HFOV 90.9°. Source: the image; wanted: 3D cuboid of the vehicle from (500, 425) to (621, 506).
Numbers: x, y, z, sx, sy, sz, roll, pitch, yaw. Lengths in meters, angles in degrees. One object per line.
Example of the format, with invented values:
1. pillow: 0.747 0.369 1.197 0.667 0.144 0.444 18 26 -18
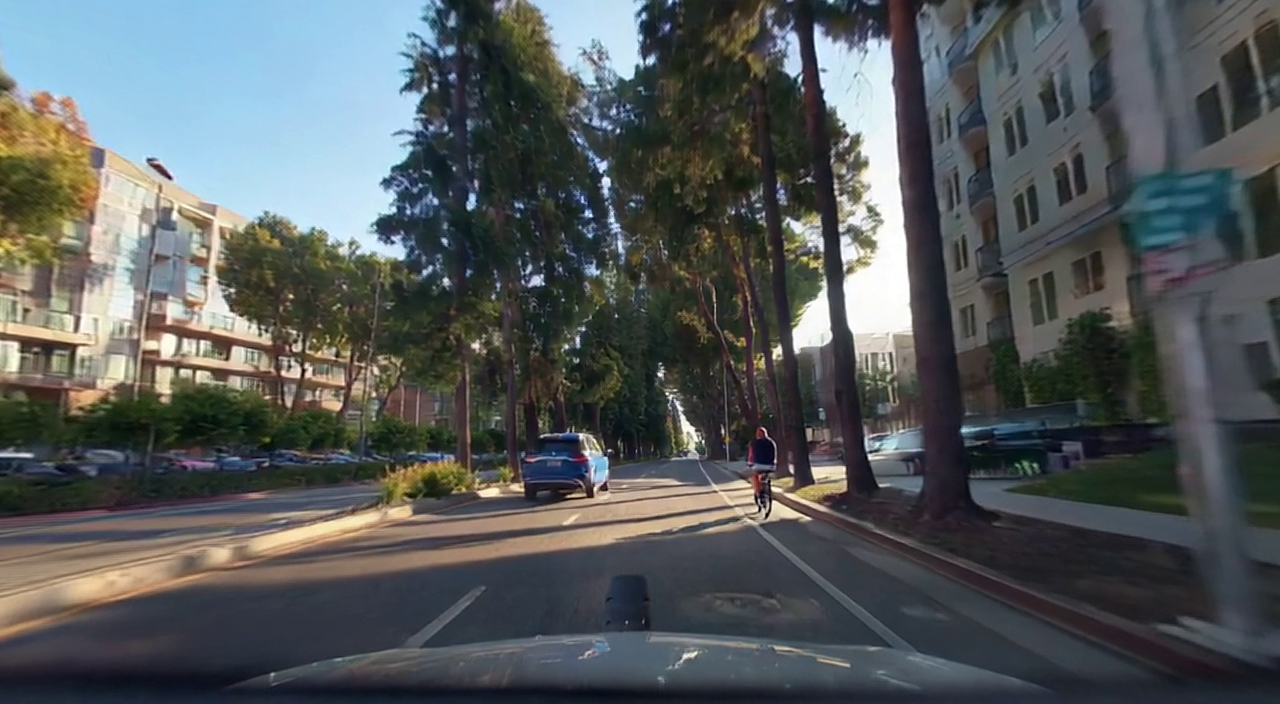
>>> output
1. vehicle: -1.937 3.071 17.314 2.294 1.859 5.127 -1 -9 4
